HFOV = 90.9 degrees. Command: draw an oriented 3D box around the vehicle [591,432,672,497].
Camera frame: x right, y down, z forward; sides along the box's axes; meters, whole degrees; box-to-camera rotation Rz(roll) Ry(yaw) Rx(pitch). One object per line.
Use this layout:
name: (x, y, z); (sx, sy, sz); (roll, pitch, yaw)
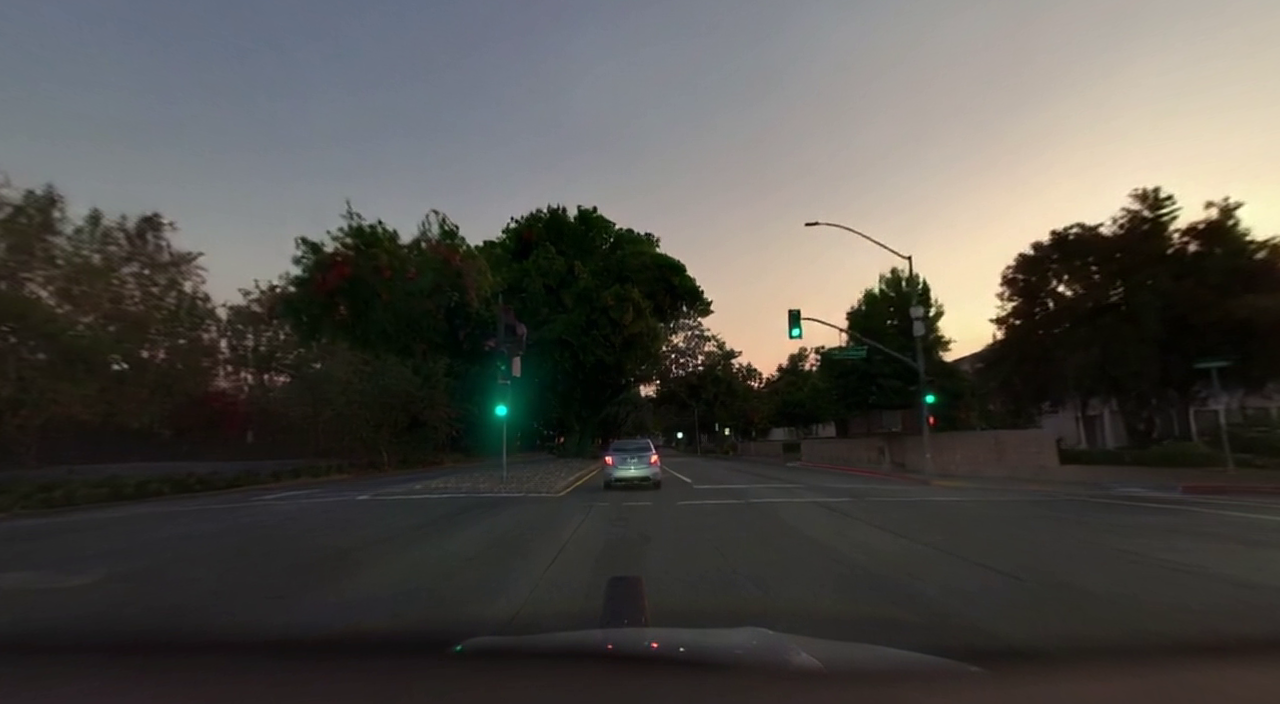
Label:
vehicle: (-0.254, 3.371, 19.293); (2.192, 1.734, 4.176); (0, -9, 0)
